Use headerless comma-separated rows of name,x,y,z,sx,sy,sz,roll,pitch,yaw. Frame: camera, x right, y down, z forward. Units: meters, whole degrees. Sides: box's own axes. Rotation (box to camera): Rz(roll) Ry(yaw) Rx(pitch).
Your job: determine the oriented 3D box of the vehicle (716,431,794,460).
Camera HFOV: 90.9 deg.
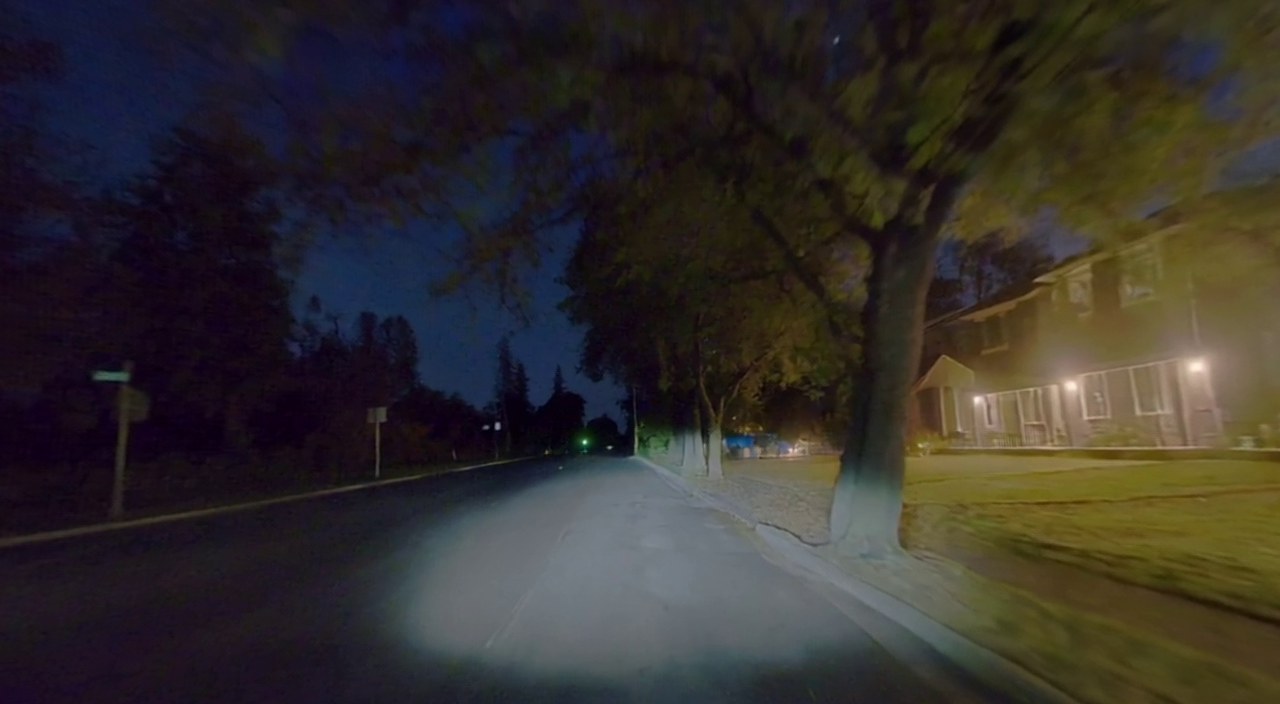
vehicle,6.694,5.455,36.933,4.153,1.605,1.835,1,-8,-4
